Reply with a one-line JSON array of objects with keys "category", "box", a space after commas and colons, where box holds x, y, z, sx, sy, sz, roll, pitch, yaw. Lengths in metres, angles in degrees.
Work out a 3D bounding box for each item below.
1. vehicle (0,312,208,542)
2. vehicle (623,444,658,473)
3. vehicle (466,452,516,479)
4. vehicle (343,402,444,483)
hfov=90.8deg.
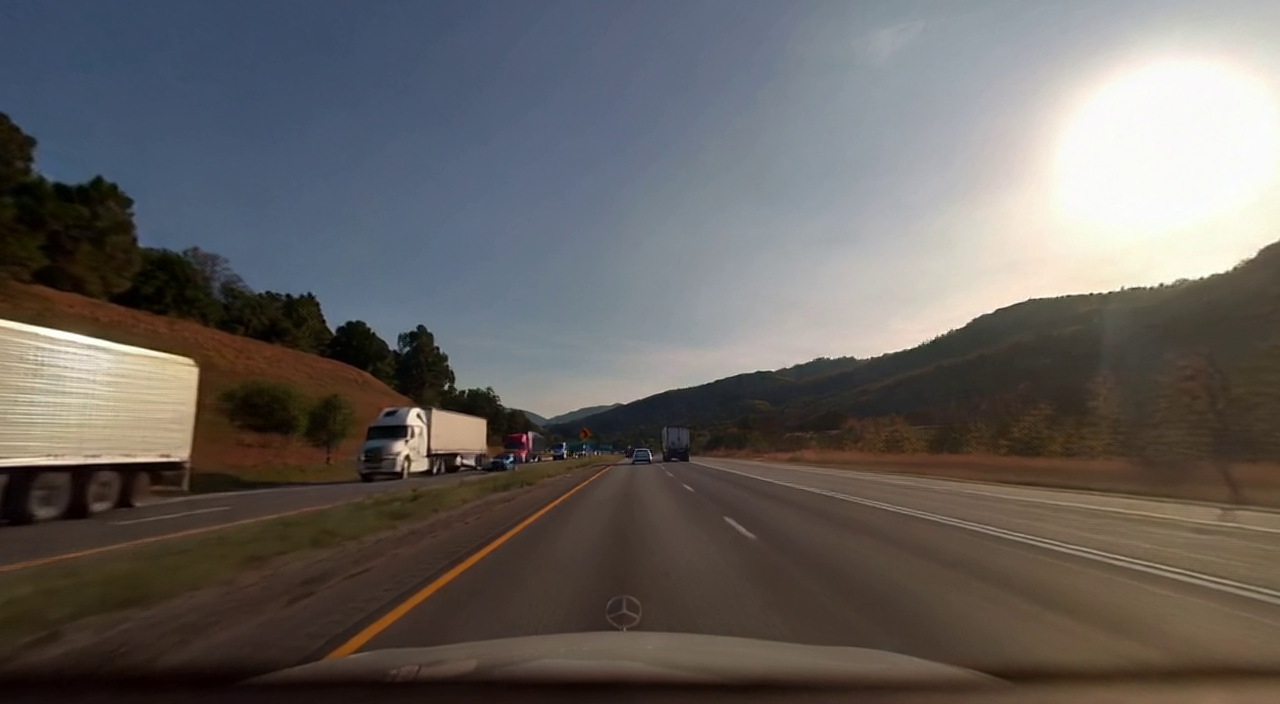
[{"category": "vehicle", "box": [-12.776, 1.056, 9.427, 2.849, 4.050, 14.158, 0, -9, -1]}, {"category": "vehicle", "box": [0.022, 6.800, 40.469, 2.137, 1.689, 4.051, 0, -9, -1]}, {"category": "vehicle", "box": [-8.857, 6.735, 37.761, 1.912, 1.462, 4.317, 0, -9, 0]}, {"category": "vehicle", "box": [-12.938, 4.868, 33.771, 2.949, 3.947, 5.850, 0, -9, 0]}]
